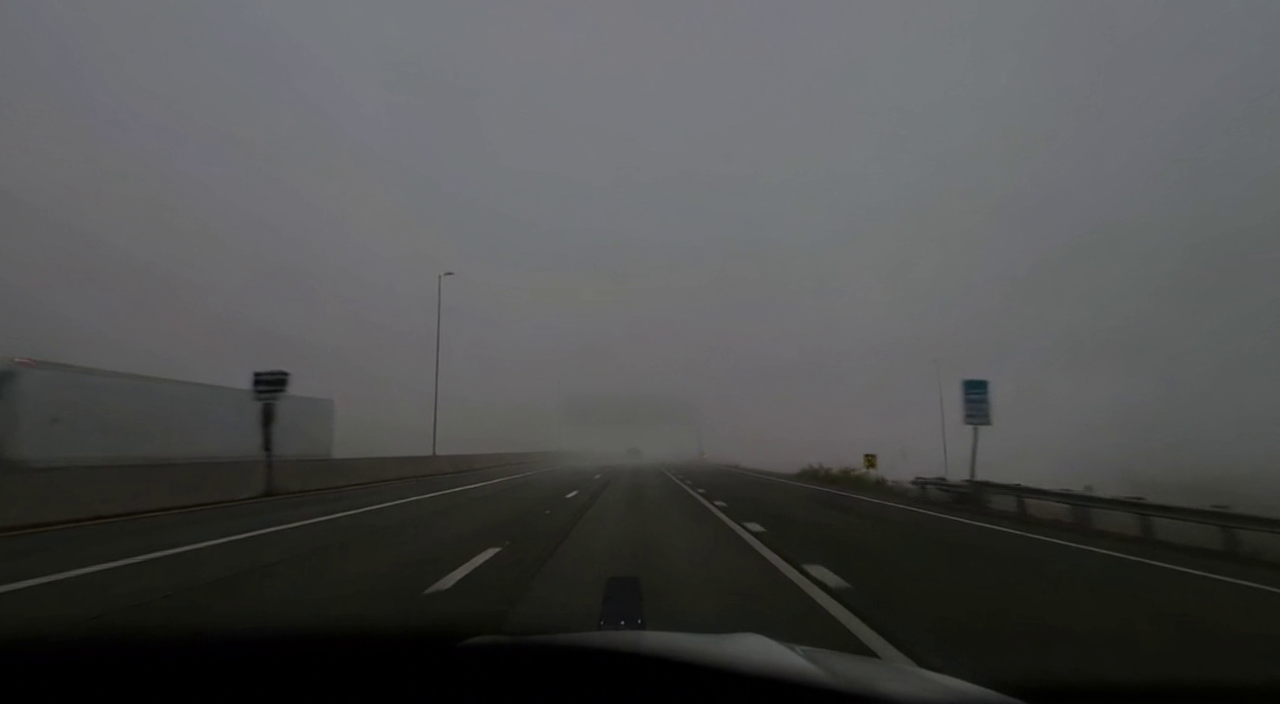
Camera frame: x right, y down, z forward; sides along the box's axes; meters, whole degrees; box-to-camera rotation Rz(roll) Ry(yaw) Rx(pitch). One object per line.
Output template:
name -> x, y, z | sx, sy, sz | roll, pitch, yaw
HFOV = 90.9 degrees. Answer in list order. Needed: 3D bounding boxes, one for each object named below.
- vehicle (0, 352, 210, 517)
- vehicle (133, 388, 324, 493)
vehicle -> -17.185, 2.384, 17.756 | 3.044, 3.972, 10.003 | 0, -9, -1
vehicle -> -17.274, 3.872, 27.398 | 2.824, 3.867, 7.952 | 0, -9, 0
